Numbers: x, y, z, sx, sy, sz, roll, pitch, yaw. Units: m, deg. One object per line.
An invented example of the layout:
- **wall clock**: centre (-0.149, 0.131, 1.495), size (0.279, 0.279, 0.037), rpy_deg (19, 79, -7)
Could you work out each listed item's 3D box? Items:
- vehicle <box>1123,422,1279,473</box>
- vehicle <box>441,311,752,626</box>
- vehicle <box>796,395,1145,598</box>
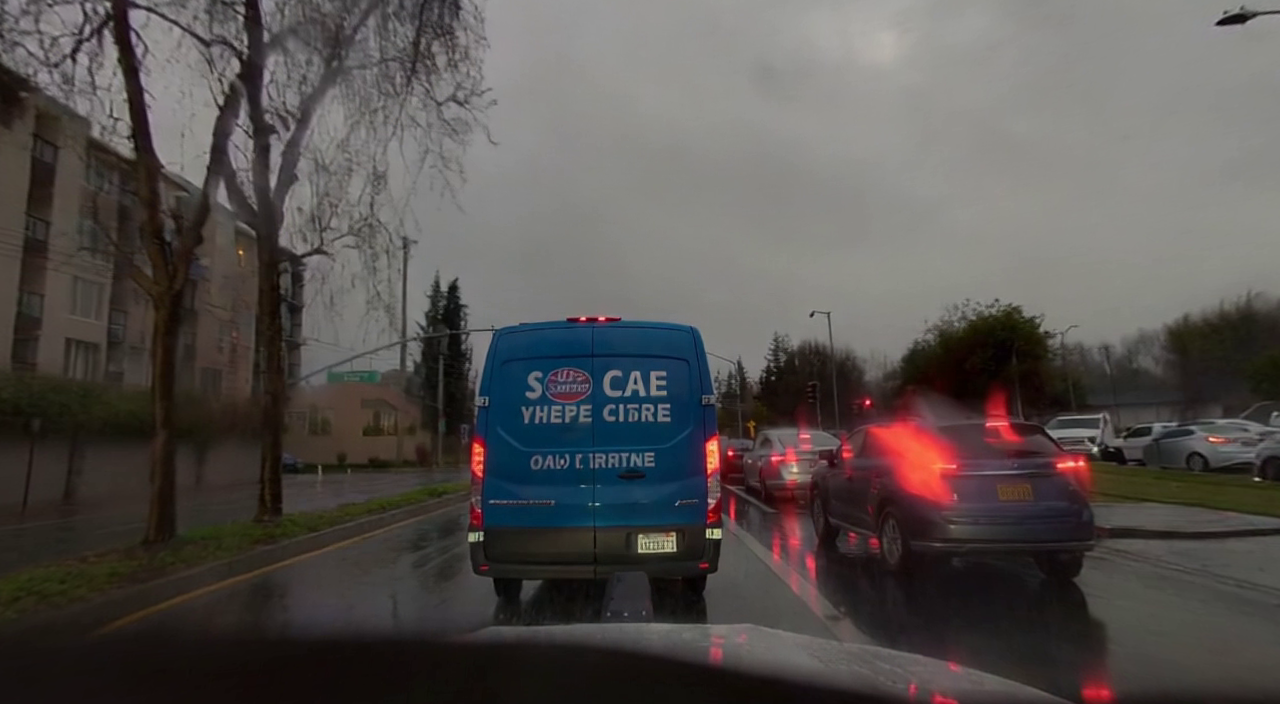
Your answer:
- **vehicle**: centre (17.193, 2.889, 19.140), size (3.491, 1.443, 1.837), rpy_deg (0, -8, 0)
- **vehicle**: centre (-0.301, 1.257, 7.540), size (2.422, 2.488, 4.992), rpy_deg (0, -8, 1)
- **vehicle**: centre (3.441, 1.587, 7.756), size (1.965, 1.771, 4.295), rpy_deg (0, -8, 0)
